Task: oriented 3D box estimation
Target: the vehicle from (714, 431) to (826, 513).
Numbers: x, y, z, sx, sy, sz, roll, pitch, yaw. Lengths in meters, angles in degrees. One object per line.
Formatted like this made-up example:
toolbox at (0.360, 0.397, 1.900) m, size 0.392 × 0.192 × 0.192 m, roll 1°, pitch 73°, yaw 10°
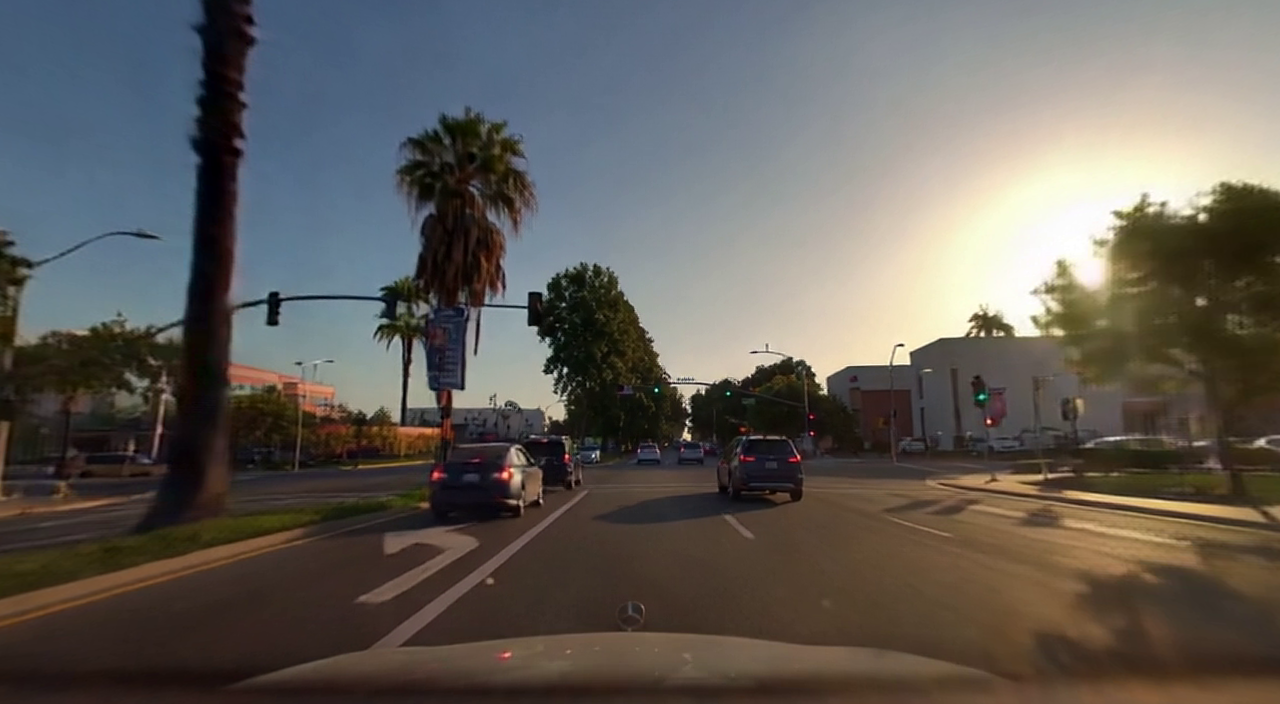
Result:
vehicle at (3.037, 2.879, 15.560) m, size 1.872 × 1.752 × 3.896 m, roll 0°, pitch -9°, yaw -1°

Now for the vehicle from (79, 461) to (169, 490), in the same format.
vehicle at (-31.431, 7.542, 38.460) m, size 3.811 × 1.628 × 1.920 m, roll -1°, pitch -9°, yaw 1°

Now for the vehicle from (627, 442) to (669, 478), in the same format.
vehicle at (0.371, 5.459, 32.106) m, size 1.991 × 1.664 × 3.814 m, roll 0°, pitch -9°, yaw 0°

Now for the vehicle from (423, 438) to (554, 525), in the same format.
vehicle at (-3.121, 2.740, 13.940) m, size 1.788 × 1.600 × 4.298 m, roll 0°, pitch -9°, yaw 0°

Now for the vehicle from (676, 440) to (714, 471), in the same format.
vehicle at (3.680, 7.021, 43.051) m, size 2.154 × 1.975 × 4.634 m, roll 0°, pitch -9°, yaw -1°
